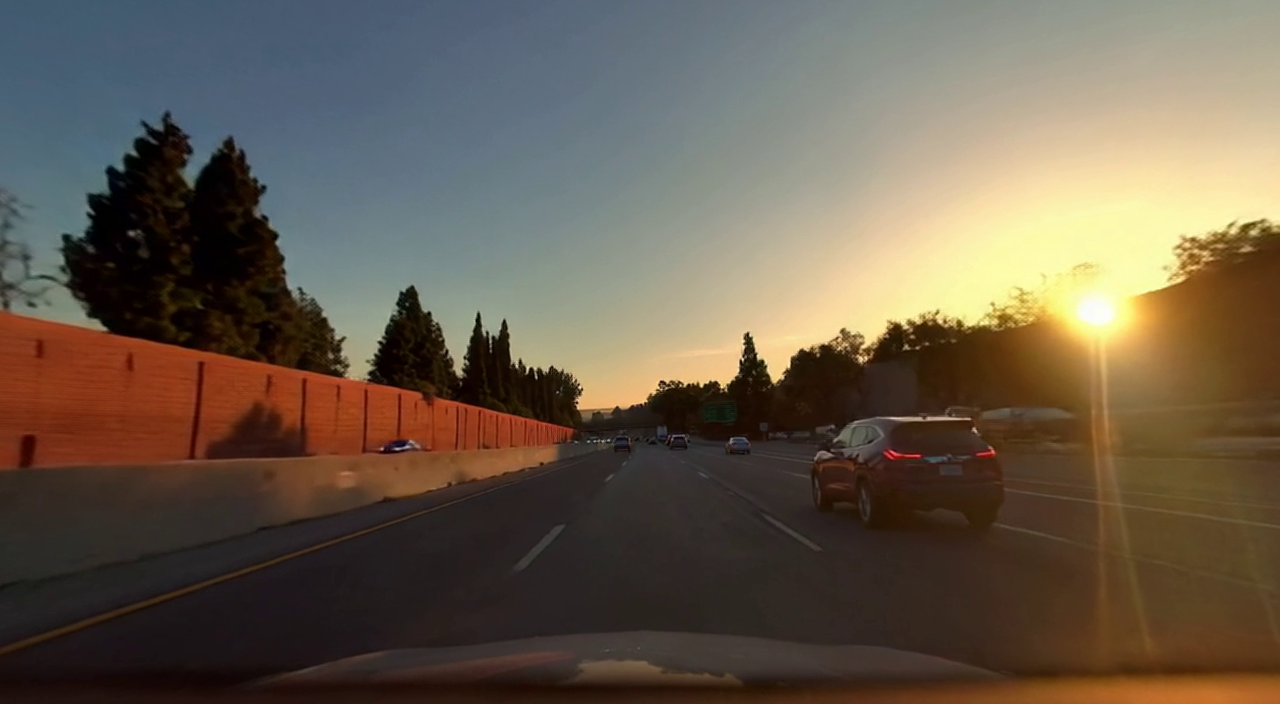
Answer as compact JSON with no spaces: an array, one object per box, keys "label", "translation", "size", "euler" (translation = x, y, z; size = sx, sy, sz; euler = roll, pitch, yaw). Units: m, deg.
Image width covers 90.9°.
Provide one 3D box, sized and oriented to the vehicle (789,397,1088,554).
[{"label":"vehicle","translation":[3.972,1.750,9.587],"size":[2.190,1.783,4.637],"euler":[0,-8,-1]}]
